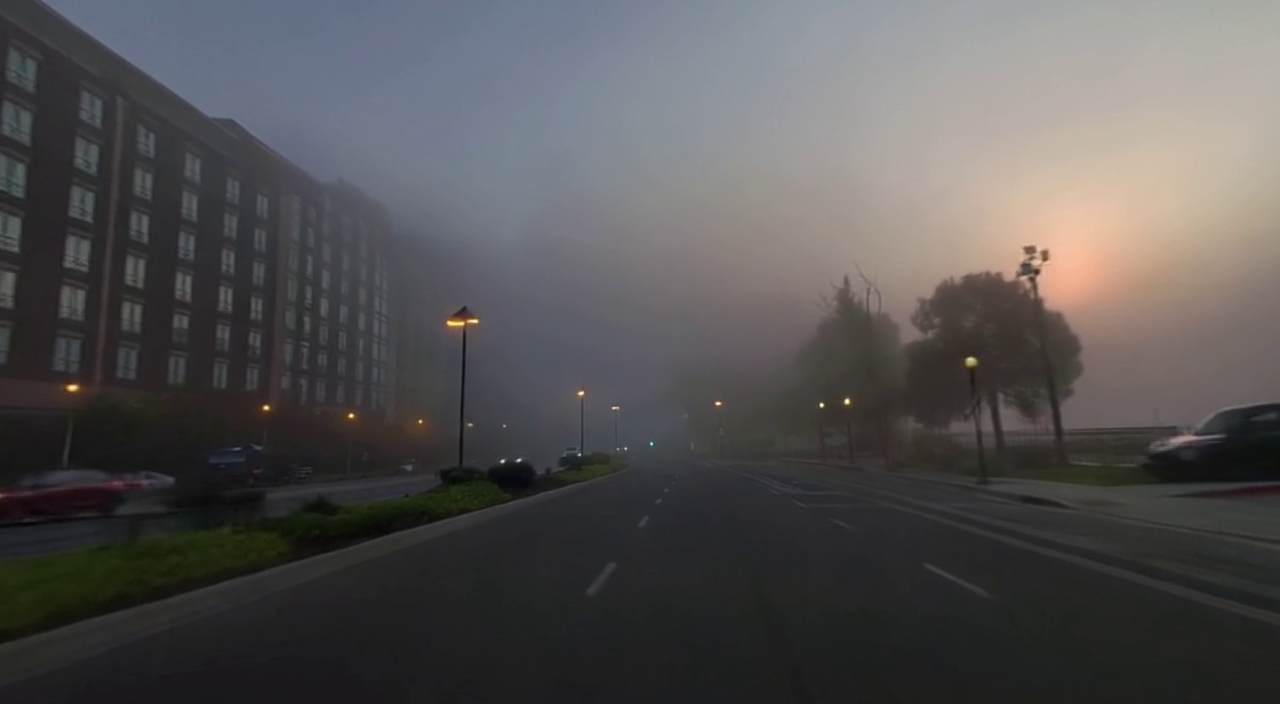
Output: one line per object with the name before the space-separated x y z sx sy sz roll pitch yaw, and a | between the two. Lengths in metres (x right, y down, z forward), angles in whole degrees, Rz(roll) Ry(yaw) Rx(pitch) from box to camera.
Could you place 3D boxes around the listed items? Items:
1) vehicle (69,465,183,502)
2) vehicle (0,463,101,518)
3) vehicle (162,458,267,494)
vehicle | -28.781 7.346 35.526 2.073 1.772 4.793 -1 -8 6
vehicle | -23.289 5.085 23.203 2.065 1.788 5.053 -1 -8 6
vehicle | -28.439 8.286 42.488 2.403 2.020 6.284 -1 -8 3
